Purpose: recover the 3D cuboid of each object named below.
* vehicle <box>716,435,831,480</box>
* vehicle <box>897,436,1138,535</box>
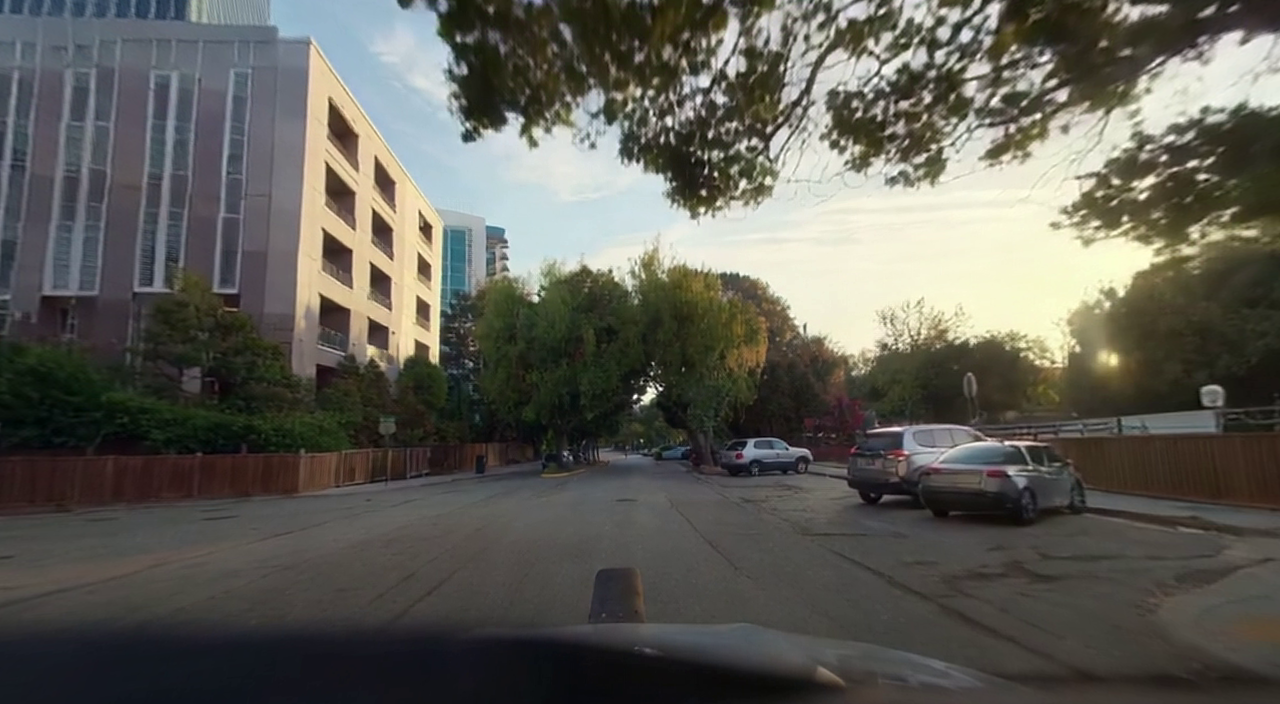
[{"bbox_3d":[6.424,5.001,30.292,5.061,1.829,2.274,2,-9,-29],"label":"vehicle"},{"bbox_3d":[6.993,2.330,11.620,4.402,1.474,1.957,6,-10,-32],"label":"vehicle"}]
